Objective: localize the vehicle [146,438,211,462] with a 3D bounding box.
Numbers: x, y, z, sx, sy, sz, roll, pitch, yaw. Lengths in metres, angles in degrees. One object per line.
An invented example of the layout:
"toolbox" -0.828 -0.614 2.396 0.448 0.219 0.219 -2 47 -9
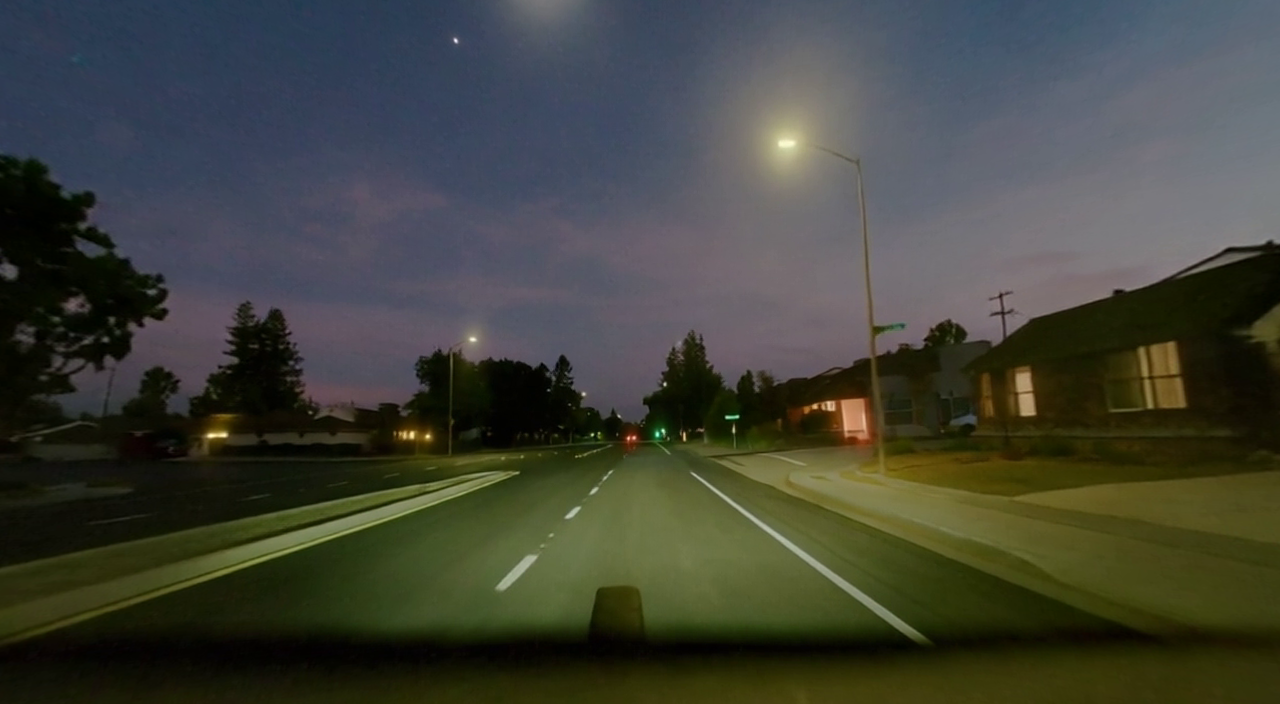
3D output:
"vehicle" -29.900 6.339 41.081 1.991 1.435 4.421 2 -9 -17
